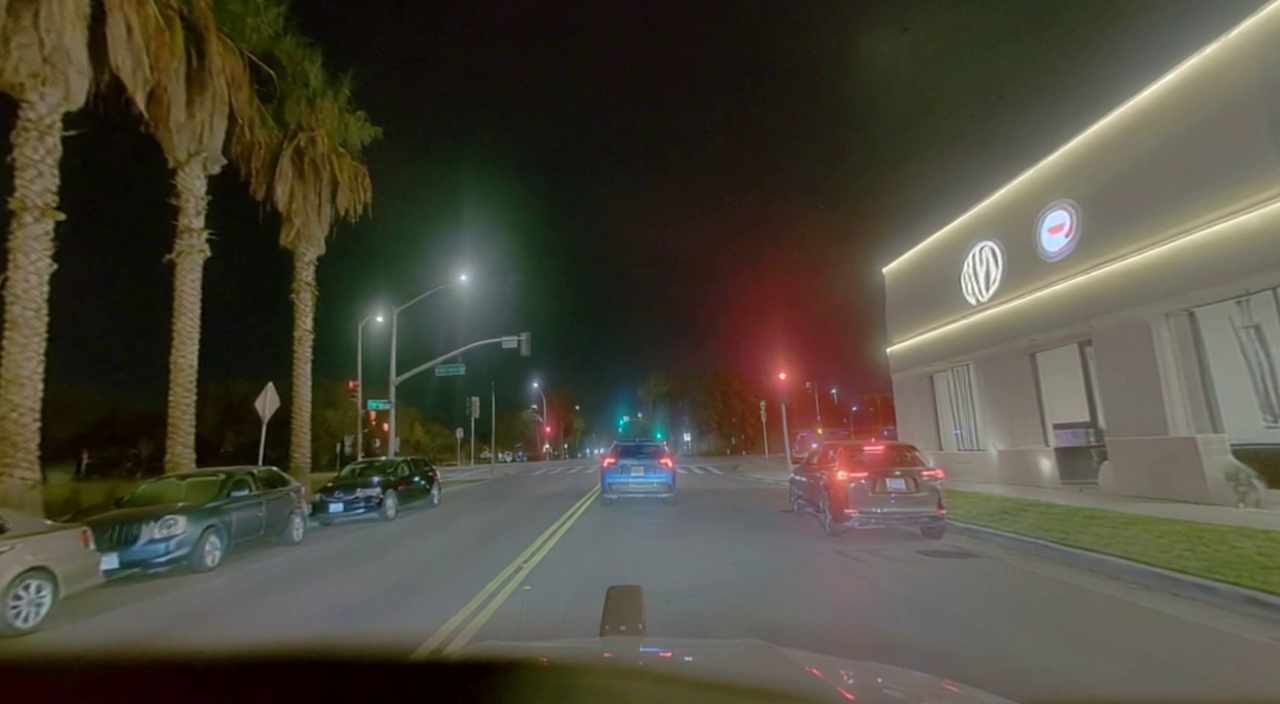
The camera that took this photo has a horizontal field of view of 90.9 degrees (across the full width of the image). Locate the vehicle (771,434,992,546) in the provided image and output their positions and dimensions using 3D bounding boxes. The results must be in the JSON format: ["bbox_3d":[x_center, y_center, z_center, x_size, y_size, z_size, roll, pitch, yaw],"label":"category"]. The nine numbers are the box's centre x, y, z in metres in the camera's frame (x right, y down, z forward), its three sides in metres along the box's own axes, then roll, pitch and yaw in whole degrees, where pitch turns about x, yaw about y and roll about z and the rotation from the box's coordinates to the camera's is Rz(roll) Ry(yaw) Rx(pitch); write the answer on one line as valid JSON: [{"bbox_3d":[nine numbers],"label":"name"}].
[{"bbox_3d":[3.553,2.093,10.338,1.821,1.417,4.454,0,-8,-1],"label":"vehicle"}]

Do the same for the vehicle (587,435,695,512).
[{"bbox_3d":[0.018,2.608,14.064,2.060,1.452,4.078,0,-8,0],"label":"vehicle"}]

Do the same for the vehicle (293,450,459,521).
[{"bbox_3d":[-6.378,3.250,15.988,2.105,1.469,4.693,0,-8,1],"label":"vehicle"}]

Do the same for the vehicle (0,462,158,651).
[{"bbox_3d":[-6.181,1.615,4.535,1.850,1.482,4.454,0,-8,1],"label":"vehicle"}]
